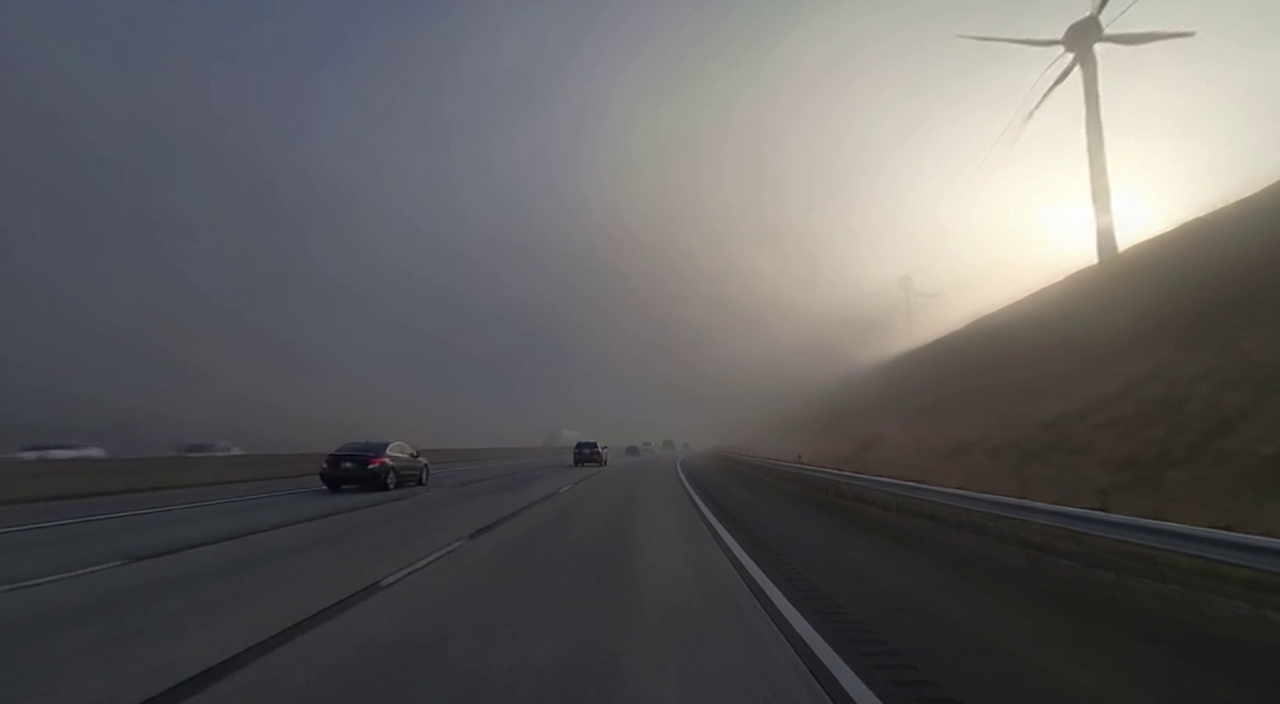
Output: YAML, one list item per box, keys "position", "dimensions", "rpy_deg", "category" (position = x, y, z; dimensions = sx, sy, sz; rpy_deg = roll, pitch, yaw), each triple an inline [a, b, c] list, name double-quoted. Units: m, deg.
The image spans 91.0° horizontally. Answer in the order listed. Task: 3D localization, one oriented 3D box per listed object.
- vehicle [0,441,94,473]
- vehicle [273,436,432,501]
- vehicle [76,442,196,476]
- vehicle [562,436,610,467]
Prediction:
- position: [-31.829, 5.481, 33.131]
  dimensions: [1.843, 1.578, 4.664]
  rpy_deg: [0, -9, 3]
  category: "vehicle"
- position: [-7.680, 3.159, 17.495]
  dimensions: [2.015, 1.537, 4.728]
  rpy_deg: [0, -9, 3]
  category: "vehicle"
- position: [-24.441, 5.198, 30.791]
  dimensions: [1.871, 1.501, 4.593]
  rpy_deg: [-1, -9, 3]
  category: "vehicle"
- position: [-3.051, 5.742, 36.490]
  dimensions: [2.118, 1.702, 4.355]
  rpy_deg: [-1, -9, 4]
  category: "vehicle"
